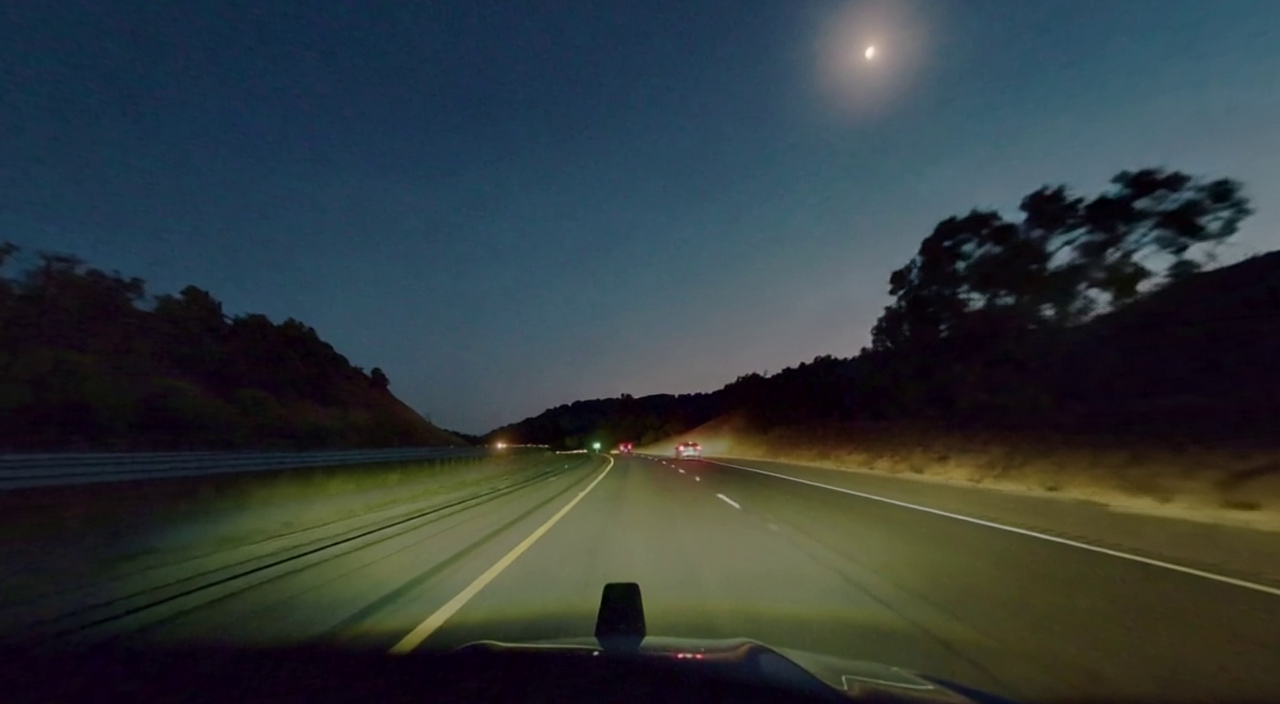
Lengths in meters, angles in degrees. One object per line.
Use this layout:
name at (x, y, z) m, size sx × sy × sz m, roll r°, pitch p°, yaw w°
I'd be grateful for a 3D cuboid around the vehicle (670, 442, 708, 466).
vehicle at (3.229, 6.834, 42.489) m, size 1.960 × 1.516 × 4.657 m, roll 0°, pitch -8°, yaw -3°
